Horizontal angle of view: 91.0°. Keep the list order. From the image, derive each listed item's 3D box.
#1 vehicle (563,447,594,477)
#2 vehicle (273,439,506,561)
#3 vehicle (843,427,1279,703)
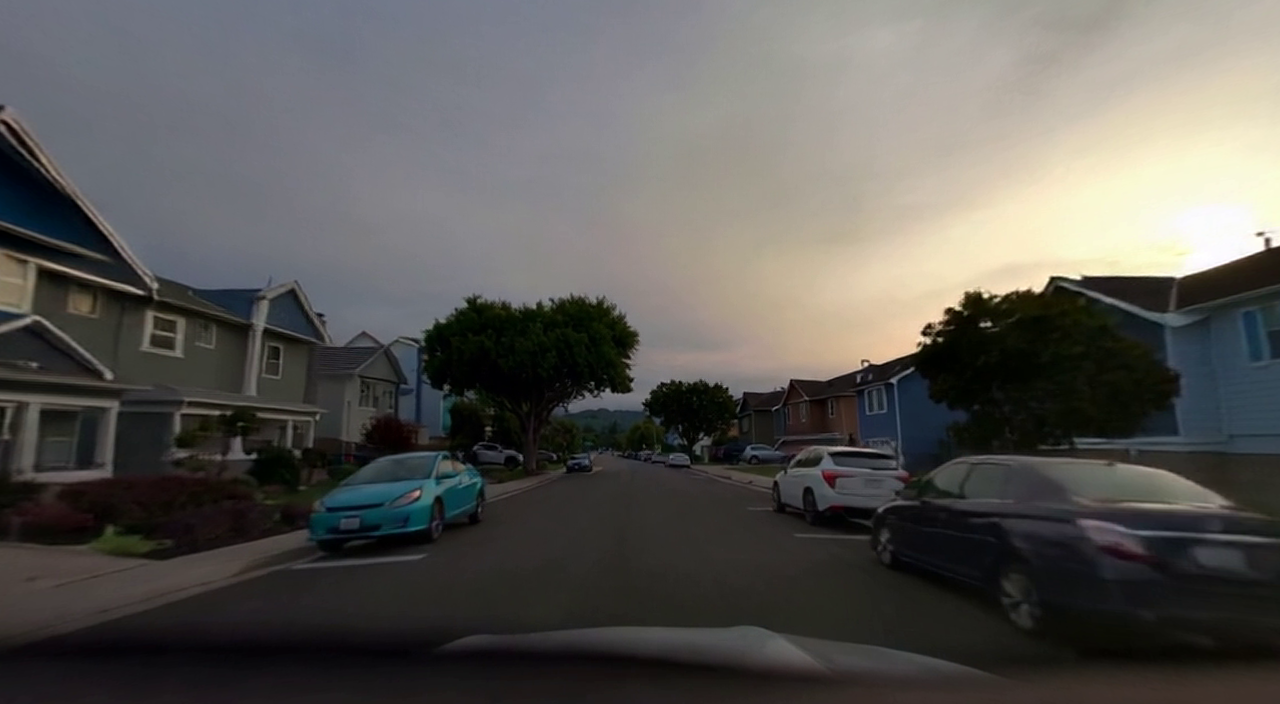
[{"bbox_3d":[-4.634,8.377,48.232,2.230,1.782,4.628,0,-4,-4],"label":"vehicle"},{"bbox_3d":[-3.845,2.297,10.743,2.089,1.508,4.537,2,-7,0],"label":"vehicle"},{"bbox_3d":[3.410,1.472,5.394,1.888,1.484,4.476,0,-9,1],"label":"vehicle"}]
